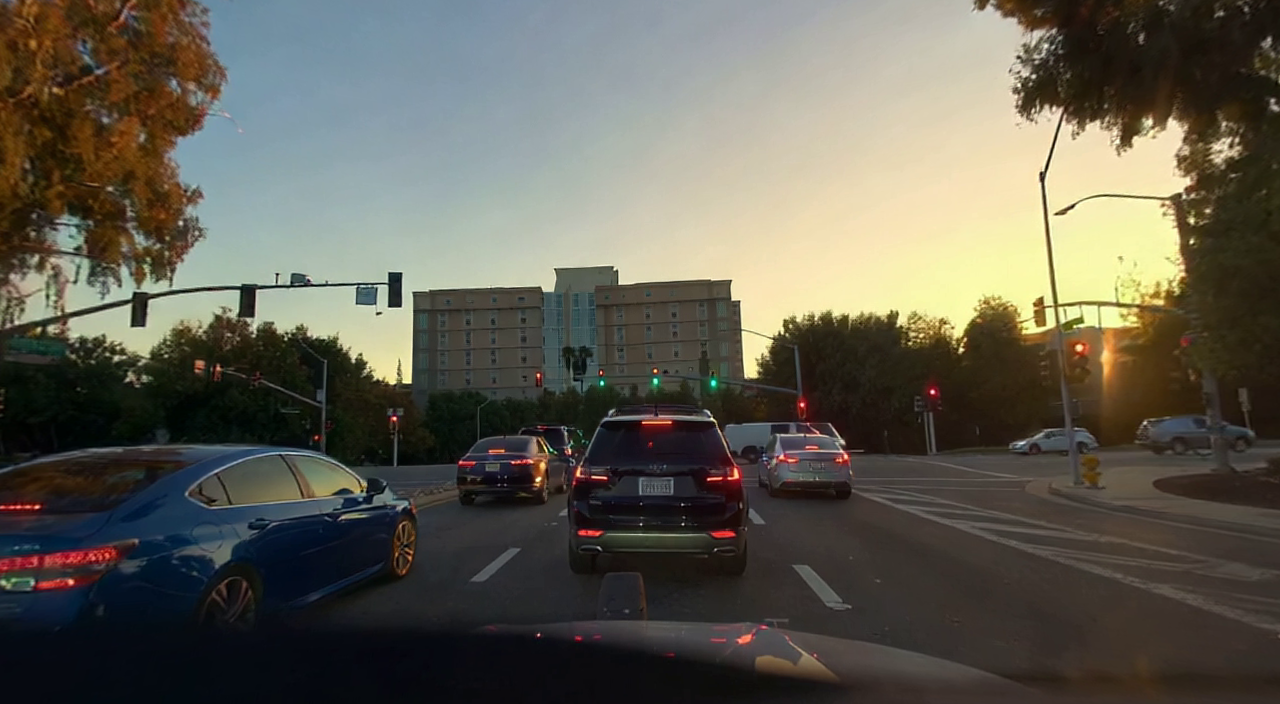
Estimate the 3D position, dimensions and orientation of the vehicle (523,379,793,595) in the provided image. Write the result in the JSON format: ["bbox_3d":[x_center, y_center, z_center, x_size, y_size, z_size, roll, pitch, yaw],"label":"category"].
[{"bbox_3d":[0.205,1.466,7.641,2.300,1.832,4.331,0,-8,1],"label":"vehicle"}]

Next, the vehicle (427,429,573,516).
[{"bbox_3d":[-2.677,2.407,13.087,1.851,1.502,4.042,0,-8,4],"label":"vehicle"}]

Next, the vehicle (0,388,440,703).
[{"bbox_3d":[-3.216,1.206,4.477,1.958,1.494,4.624,0,-8,2],"label":"vehicle"}]

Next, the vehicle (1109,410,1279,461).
[{"bbox_3d":[24.669,3.737,28.013,5.539,2.007,2.154,-3,-9,7],"label":"vehicle"}]

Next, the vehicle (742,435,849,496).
[{"bbox_3d":[4.099,3.056,17.343,1.979,1.453,4.011,0,-8,1],"label":"vehicle"}]
